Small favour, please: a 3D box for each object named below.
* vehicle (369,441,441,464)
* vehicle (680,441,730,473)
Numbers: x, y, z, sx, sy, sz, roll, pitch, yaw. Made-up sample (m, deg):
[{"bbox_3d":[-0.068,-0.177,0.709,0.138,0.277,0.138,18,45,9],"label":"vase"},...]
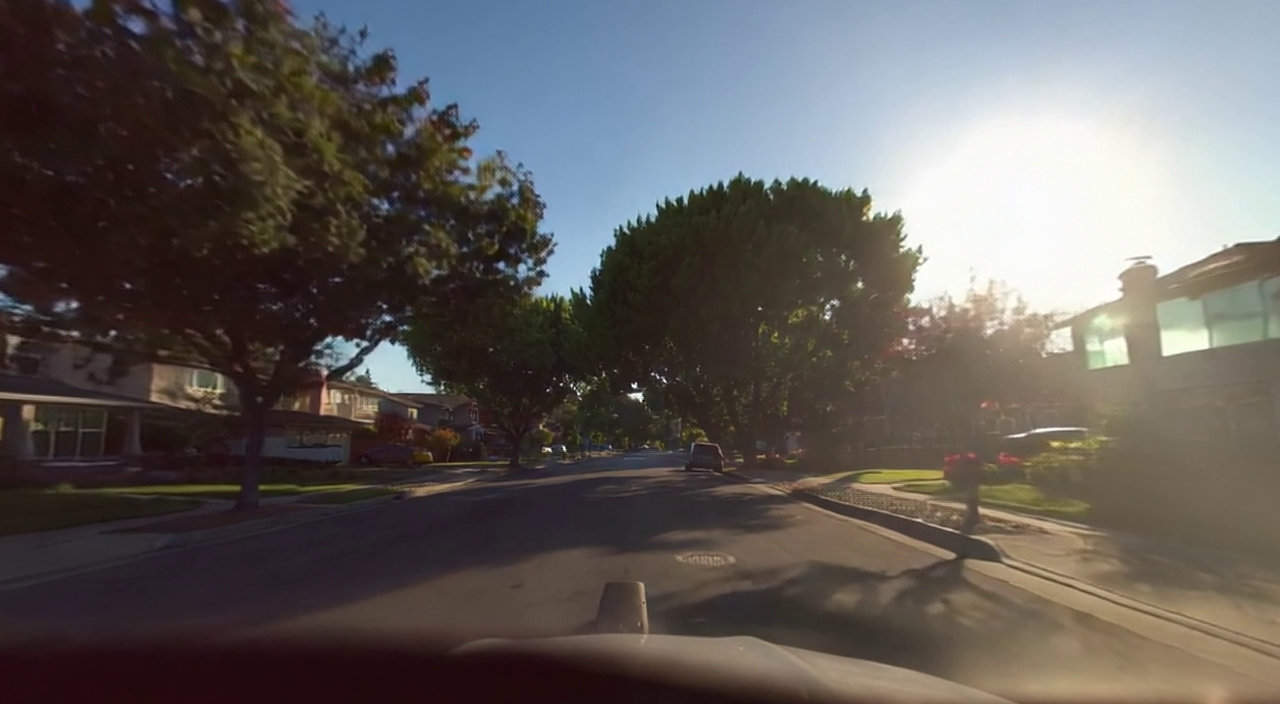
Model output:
[{"bbox_3d":[-17.435,7.470,47.070,4.607,1.573,2.058,1,-8,-5],"label":"vehicle"},{"bbox_3d":[3.538,5.824,35.290,2.136,1.596,4.790,0,-8,-1],"label":"vehicle"}]
